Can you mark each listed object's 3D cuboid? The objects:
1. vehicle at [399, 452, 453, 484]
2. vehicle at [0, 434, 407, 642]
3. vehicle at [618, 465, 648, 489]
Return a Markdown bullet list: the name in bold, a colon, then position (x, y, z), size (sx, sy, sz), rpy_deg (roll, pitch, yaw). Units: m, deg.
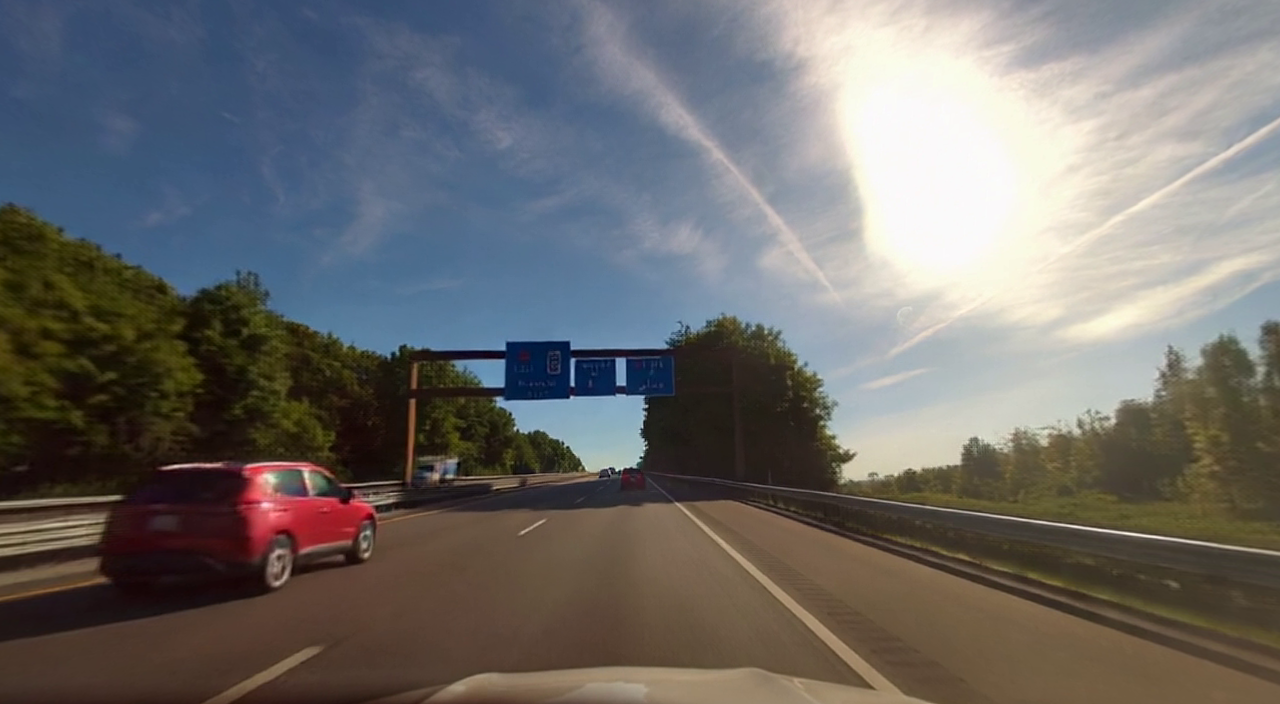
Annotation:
- **vehicle**: position (-16.837, 9.179, 49.836), size (2.216, 2.293, 5.474), rpy_deg (1, -11, 1)
- **vehicle**: position (-4.413, 1.773, 6.873), size (2.003, 1.479, 4.363), rpy_deg (1, -11, 0)
- **vehicle**: position (-0.541, 9.466, 47.795), size (2.107, 1.668, 4.554), rpy_deg (1, -11, -1)
